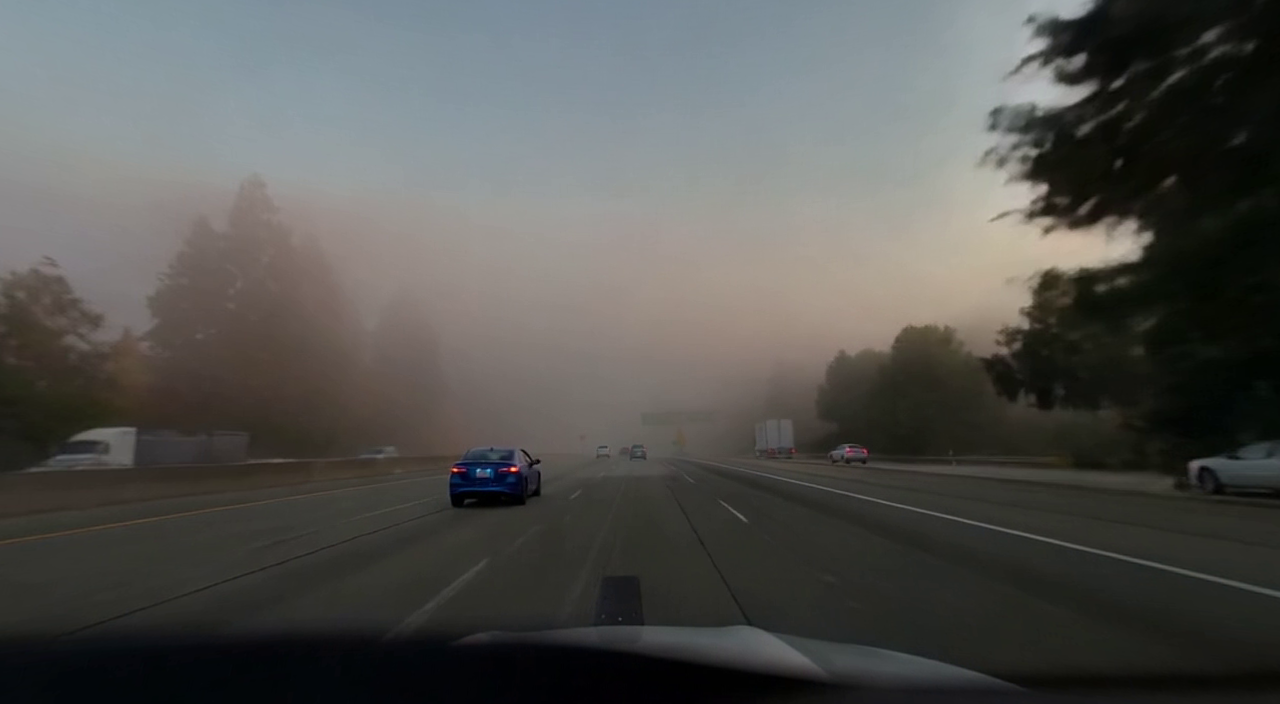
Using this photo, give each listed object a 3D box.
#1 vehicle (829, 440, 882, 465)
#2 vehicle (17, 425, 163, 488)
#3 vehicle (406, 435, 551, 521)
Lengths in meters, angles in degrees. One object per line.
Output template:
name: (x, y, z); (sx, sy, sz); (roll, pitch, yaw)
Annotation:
vehicle: (15.740, 7.390, 46.528); (2.081, 1.707, 4.756); (0, -9, -2)
vehicle: (-38.767, 7.373, 45.103); (3.070, 4.029, 8.396); (0, -9, -3)
vehicle: (-3.266, 2.645, 13.714); (2.020, 1.554, 4.137); (0, -9, 0)
